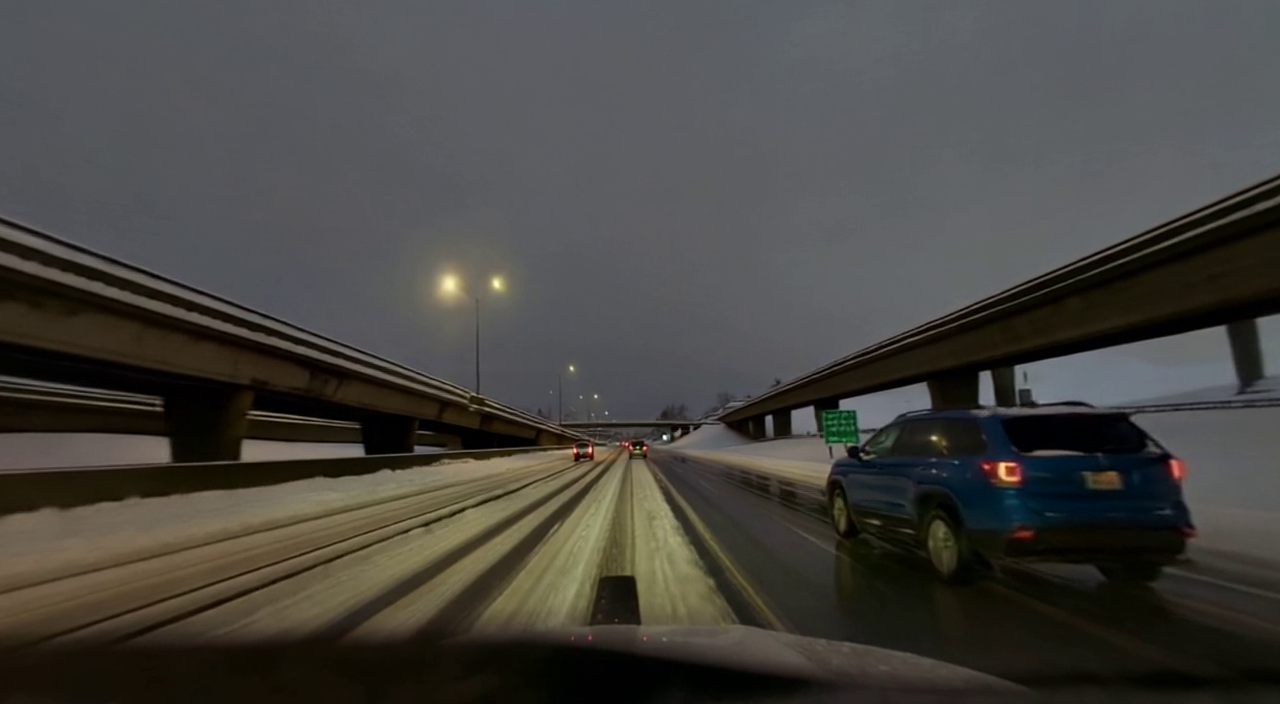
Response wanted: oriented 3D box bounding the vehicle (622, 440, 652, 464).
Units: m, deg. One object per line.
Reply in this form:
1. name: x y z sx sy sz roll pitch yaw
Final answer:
1. vehicle: -0.246 7.399 46.802 2.132 1.657 3.967 0 -8 -1

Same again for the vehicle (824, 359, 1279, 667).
1. vehicle: 3.736 1.306 6.261 2.288 1.841 4.779 0 -8 -1

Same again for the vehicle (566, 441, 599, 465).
1. vehicle: -4.097 7.254 45.620 2.000 1.646 4.201 0 -8 -1
